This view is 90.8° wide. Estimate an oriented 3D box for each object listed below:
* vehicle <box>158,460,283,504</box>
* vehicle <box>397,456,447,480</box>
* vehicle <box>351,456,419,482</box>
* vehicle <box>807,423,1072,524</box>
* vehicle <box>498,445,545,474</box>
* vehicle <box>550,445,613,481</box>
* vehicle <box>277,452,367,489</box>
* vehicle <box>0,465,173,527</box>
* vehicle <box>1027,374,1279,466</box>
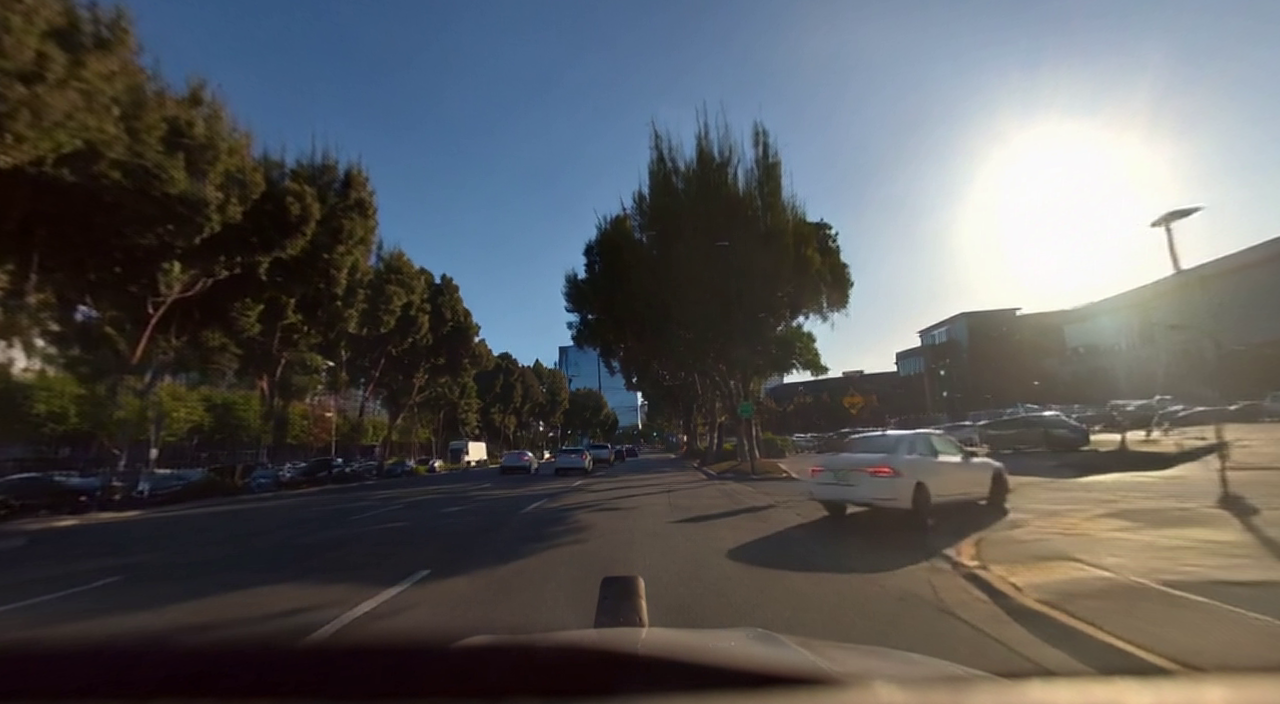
[{"bbox_3d":[-16.406,5.075,25.035,1.849,1.472,4.441,0,-8,1],"label":"vehicle"},{"bbox_3d":[-16.049,8.546,46.783,2.024,1.531,4.580,0,-8,1],"label":"vehicle"},{"bbox_3d":[-16.317,7.467,40.714,2.162,1.480,5.017,0,-8,1],"label":"vehicle"},{"bbox_3d":[5.561,2.137,11.667,4.504,1.513,2.208,5,-10,-31],"label":"vehicle"},{"bbox_3d":[-7.432,6.754,40.056,2.054,1.744,4.422,0,-8,2],"label":"vehicle"},{"bbox_3d":[-2.616,5.102,29.414,2.235,1.500,4.420,-1,-8,4],"label":"vehicle"},{"bbox_3d":[-16.356,6.087,32.825,2.073,1.749,4.770,0,-8,1],"label":"vehicle"},{"bbox_3d":[-16.661,4.130,18.634,1.981,1.431,4.862,0,-8,1],"label":"vehicle"},{"bbox_3d":[13.673,1.816,16.311,6.193,2.081,2.569,2,-9,-15],"label":"vehicle"}]
